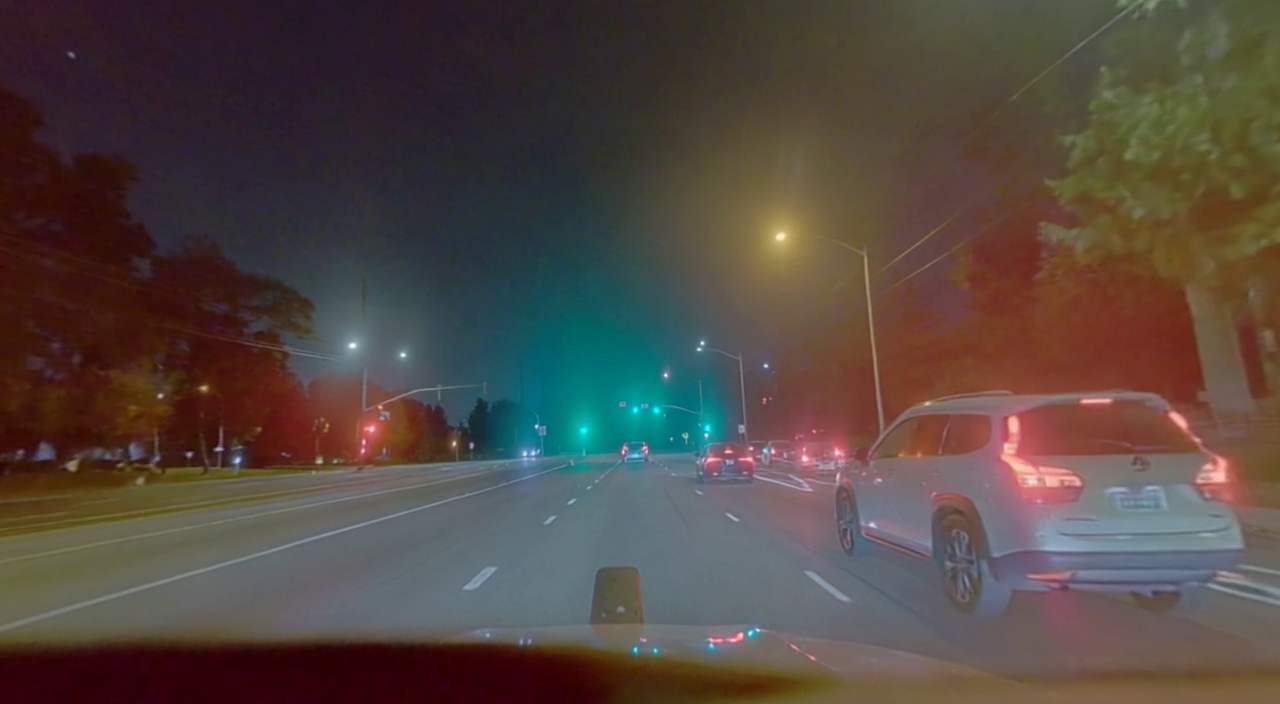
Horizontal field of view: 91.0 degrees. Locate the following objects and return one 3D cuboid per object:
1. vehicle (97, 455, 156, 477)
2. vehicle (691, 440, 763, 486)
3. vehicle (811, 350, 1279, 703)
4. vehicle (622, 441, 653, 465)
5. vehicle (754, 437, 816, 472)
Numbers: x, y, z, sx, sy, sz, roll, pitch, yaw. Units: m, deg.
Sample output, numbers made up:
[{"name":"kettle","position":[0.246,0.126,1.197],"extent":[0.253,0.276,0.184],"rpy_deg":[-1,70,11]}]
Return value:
[{"name":"vehicle","position":[-38.437,8.488,47.069],"extent":[4.260,1.501,1.892],"rpy_deg":[-5,-10,30]},{"name":"vehicle","position":[2.964,3.886,22.332],"extent":[1.889,1.451,4.180],"rpy_deg":[0,-8,-1]},{"name":"vehicle","position":[3.170,1.199,5.272],"extent":[2.129,1.761,4.610],"rpy_deg":[0,-8,0]},{"name":"vehicle","position":[-0.205,7.271,45.488],"extent":[2.146,1.685,4.003],"rpy_deg":[0,-8,0]},{"name":"vehicle","position":[7.596,5.424,33.486],"extent":[2.172,1.745,4.608],"rpy_deg":[0,-8,0]}]
